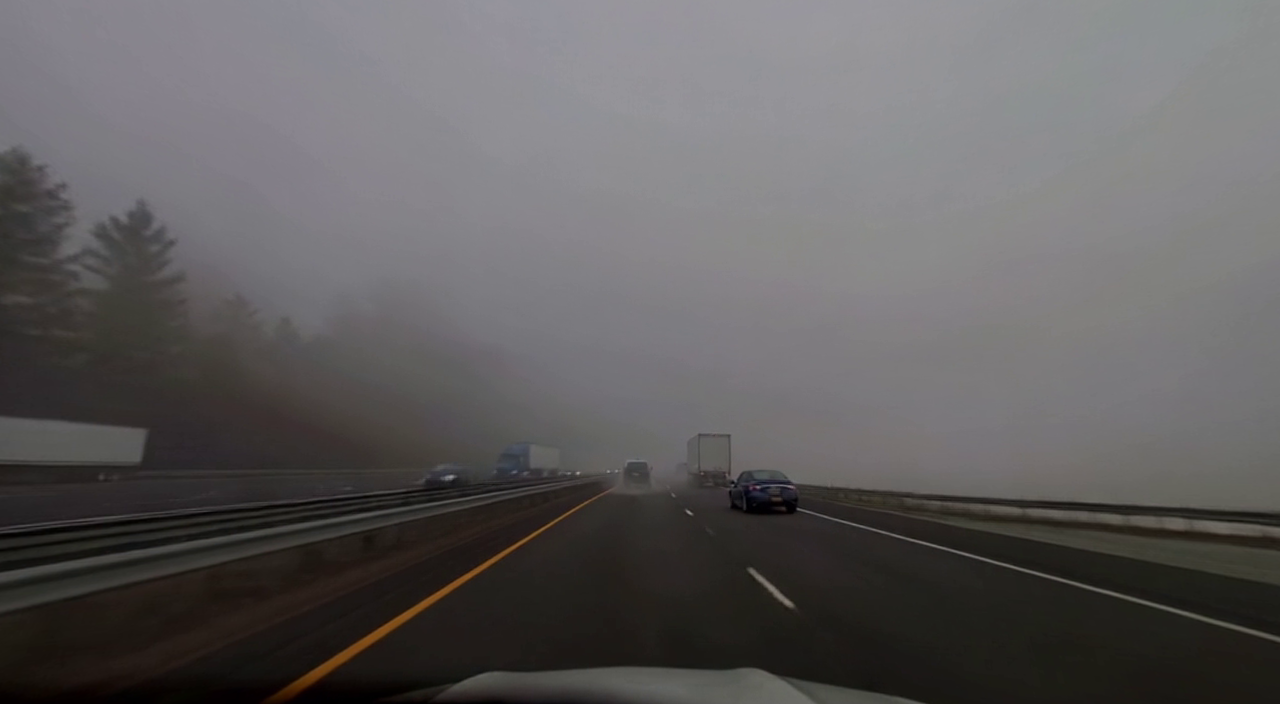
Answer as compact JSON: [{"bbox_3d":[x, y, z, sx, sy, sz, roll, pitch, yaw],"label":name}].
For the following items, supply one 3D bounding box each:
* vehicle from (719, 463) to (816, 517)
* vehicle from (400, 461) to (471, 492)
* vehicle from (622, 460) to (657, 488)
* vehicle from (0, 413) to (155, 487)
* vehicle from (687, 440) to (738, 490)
[{"bbox_3d":[4.056,4.498,21.004,2.073,1.532,4.969,1,-10,-2],"label":"vehicle"},{"bbox_3d":[-10.816,6.639,33.743,2.068,1.507,4.692,0,-10,3],"label":"vehicle"},{"bbox_3d":[-0.018,8.144,42.032,2.212,1.717,4.452,0,-10,1],"label":"vehicle"},{"bbox_3d":[-35.108,5.554,35.317,3.222,3.828,16.663,1,-10,-2],"label":"vehicle"},{"bbox_3d":[4.661,7.493,41.759,2.563,2.975,6.941,1,-10,0],"label":"vehicle"}]
